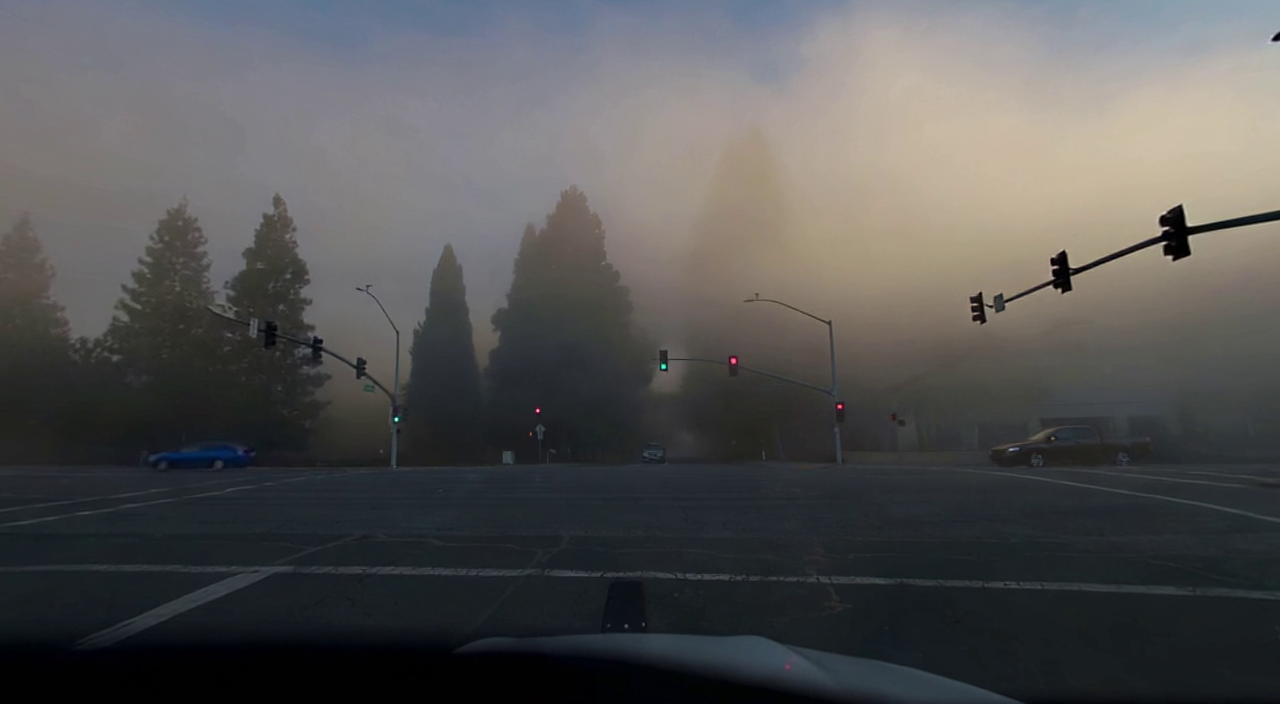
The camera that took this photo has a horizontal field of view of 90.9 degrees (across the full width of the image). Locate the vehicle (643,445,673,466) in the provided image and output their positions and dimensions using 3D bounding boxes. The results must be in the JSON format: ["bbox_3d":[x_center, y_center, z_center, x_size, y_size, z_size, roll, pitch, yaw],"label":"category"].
[{"bbox_3d":[1.279,7.631,46.465,2.132,1.449,4.235,0,-9,0],"label":"vehicle"}]

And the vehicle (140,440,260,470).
[{"bbox_3d":[-22.121,5.198,31.813,4.681,1.465,1.820,0,-9,1],"label":"vehicle"}]
